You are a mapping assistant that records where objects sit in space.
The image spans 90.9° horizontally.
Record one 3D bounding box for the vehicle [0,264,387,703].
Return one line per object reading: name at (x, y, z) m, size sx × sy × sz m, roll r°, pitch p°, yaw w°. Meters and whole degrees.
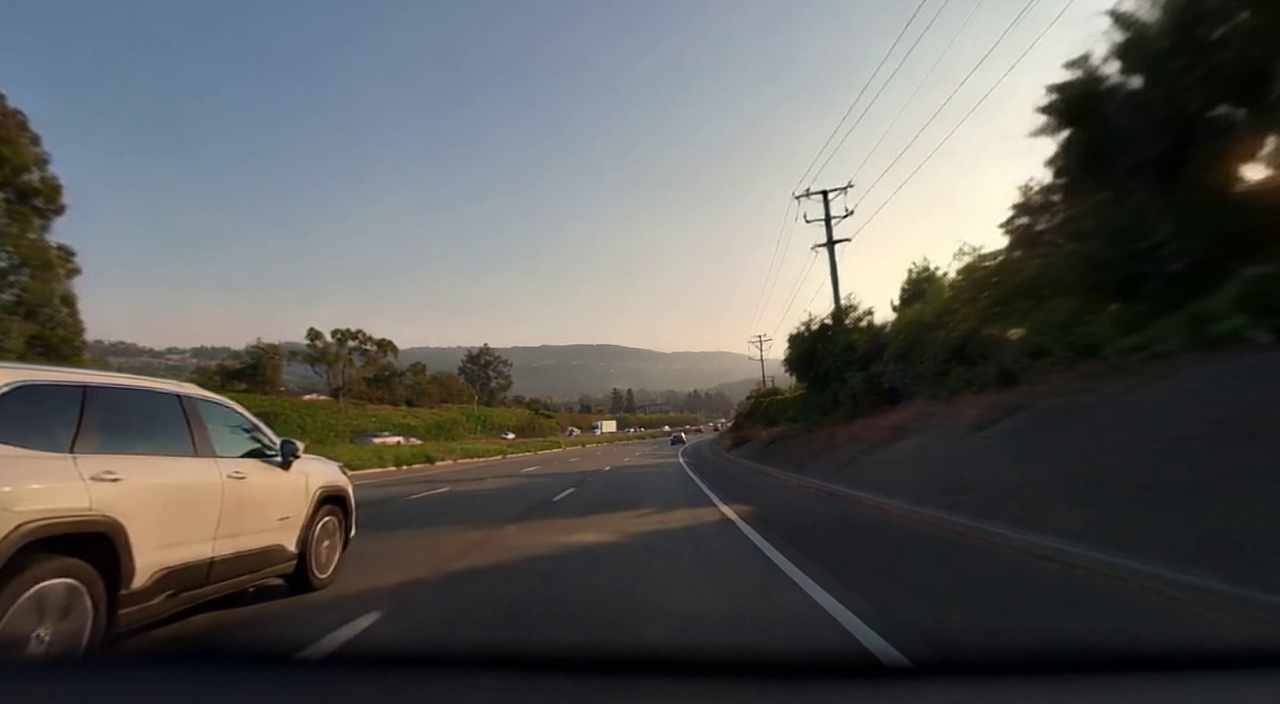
vehicle at (-3.586, 0.797, 3.533) m, size 2.136 × 1.975 × 5.037 m, roll 0°, pitch -8°, yaw 1°
